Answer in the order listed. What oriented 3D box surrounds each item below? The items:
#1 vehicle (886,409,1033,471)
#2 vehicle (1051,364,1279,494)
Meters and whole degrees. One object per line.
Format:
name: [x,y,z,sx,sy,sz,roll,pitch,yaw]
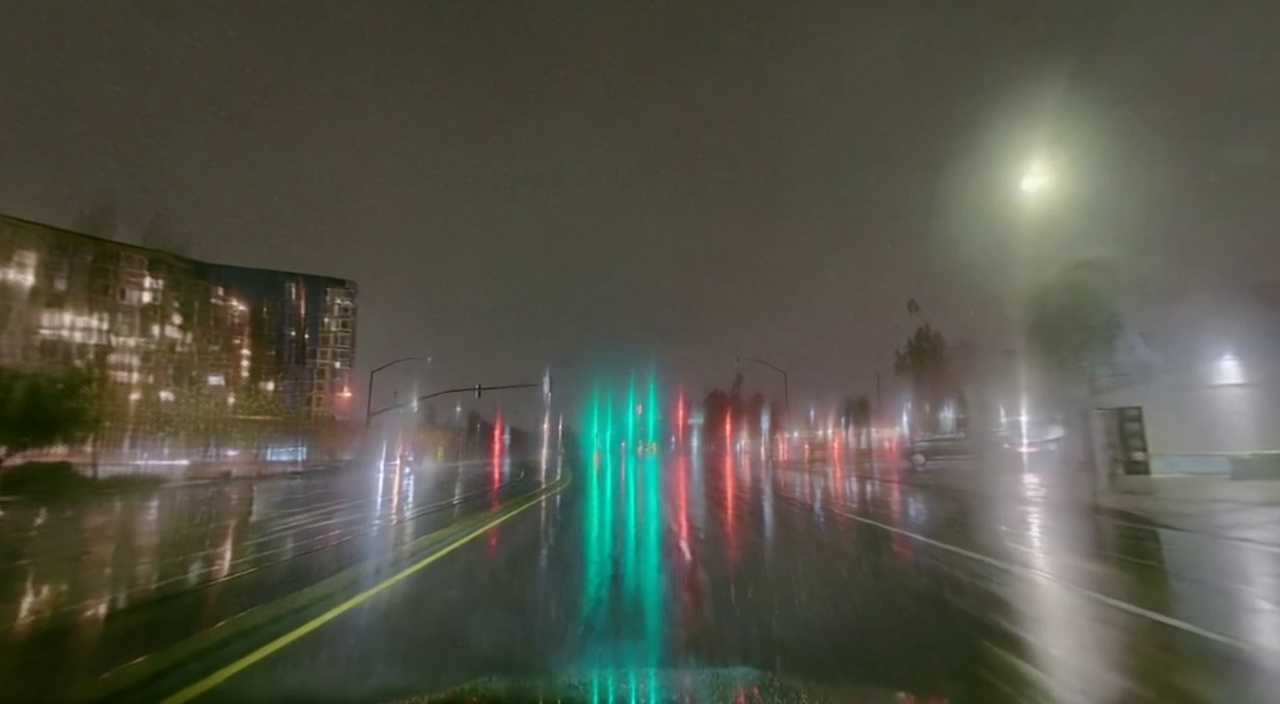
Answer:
vehicle: [17.795,4.967,35.620,6.639,3.312,2.759,-1,-9,3]
vehicle: [16.904,2.318,18.913,7.225,3.553,2.709,0,-9,-3]
